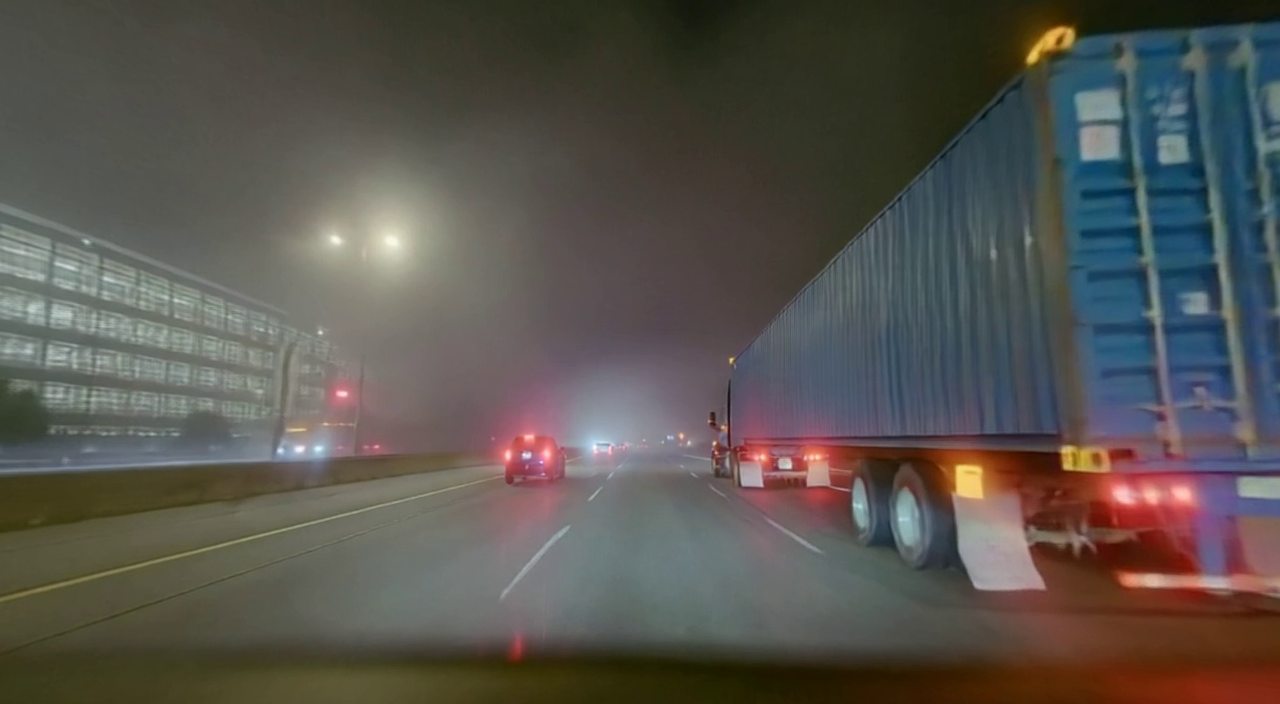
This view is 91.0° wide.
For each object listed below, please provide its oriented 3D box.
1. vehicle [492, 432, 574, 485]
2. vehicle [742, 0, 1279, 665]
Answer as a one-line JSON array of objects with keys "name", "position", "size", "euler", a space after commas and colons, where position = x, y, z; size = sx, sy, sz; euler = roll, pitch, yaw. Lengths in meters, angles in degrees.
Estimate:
[{"name": "vehicle", "position": [-3.350, 3.413, 20.463], "size": [1.954, 1.528, 4.010], "euler": [0, -9, 0]}, {"name": "vehicle", "position": [4.112, 0.563, 10.092], "size": [2.893, 3.992, 13.605], "euler": [0, -8, 1]}]
